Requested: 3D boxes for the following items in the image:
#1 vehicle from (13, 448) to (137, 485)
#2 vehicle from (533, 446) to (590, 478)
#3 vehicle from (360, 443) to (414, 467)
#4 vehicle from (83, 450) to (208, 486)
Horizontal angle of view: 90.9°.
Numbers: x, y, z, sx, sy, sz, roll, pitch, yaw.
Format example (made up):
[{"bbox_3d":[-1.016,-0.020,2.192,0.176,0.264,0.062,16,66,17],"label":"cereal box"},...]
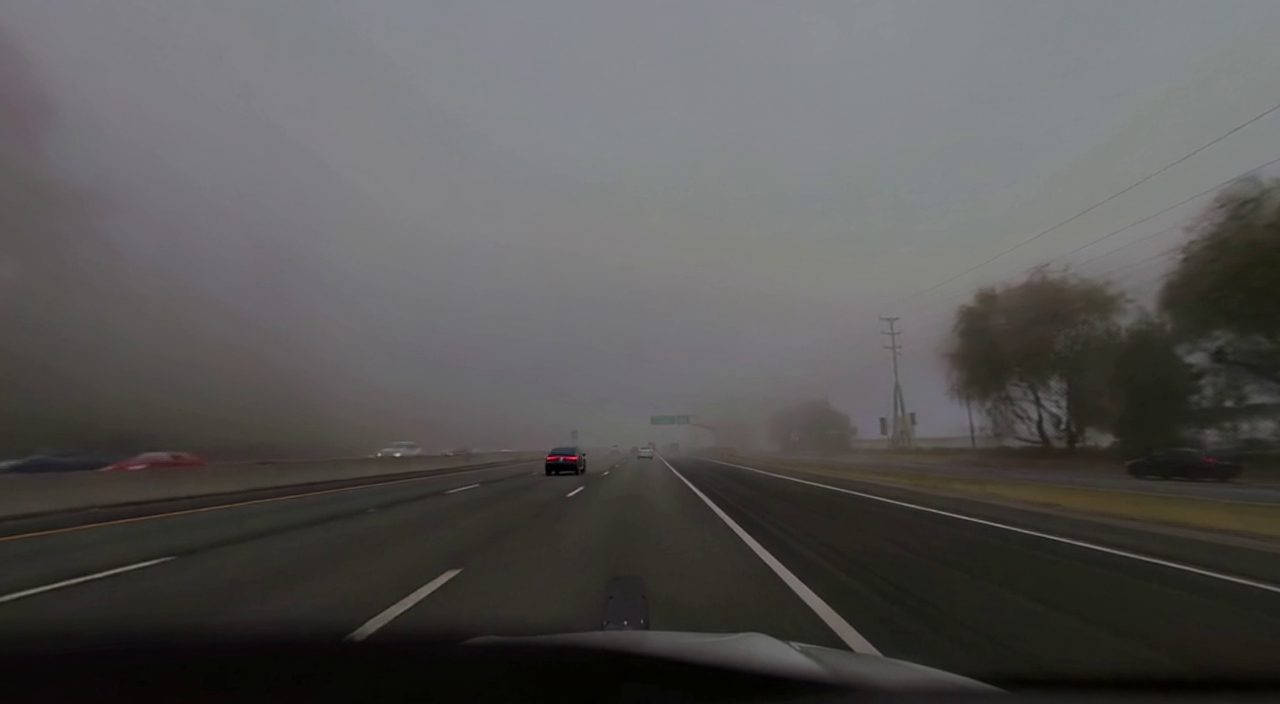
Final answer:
[{"bbox_3d":[-25.530,5.155,28.706,1.828,1.515,4.094,0,-9,1],"label":"vehicle"},{"bbox_3d":[-3.645,5.208,30.091,2.048,1.368,4.613,0,-9,1],"label":"vehicle"},{"bbox_3d":[-18.096,7.369,45.354,1.927,1.599,4.657,0,-9,1],"label":"vehicle"},{"bbox_3d":[-21.868,5.121,28.141,1.859,1.472,4.494,0,-9,1],"label":"vehicle"}]
